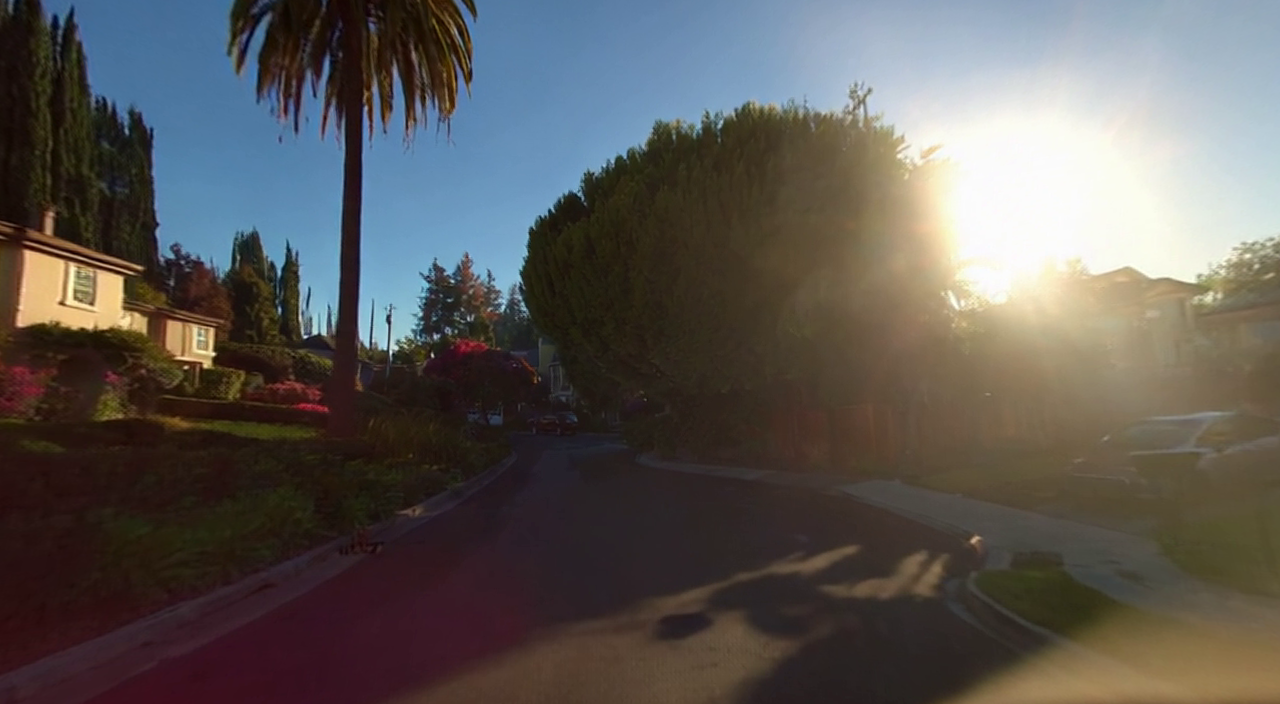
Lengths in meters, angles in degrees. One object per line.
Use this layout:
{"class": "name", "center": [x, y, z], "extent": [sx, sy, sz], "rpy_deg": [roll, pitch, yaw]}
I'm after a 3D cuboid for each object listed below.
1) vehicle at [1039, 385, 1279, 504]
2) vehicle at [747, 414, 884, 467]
{"class": "vehicle", "center": [10.522, 1.835, 12.089], "extent": [4.443, 1.948, 2.230], "rpy_deg": [3, -12, -16]}
{"class": "vehicle", "center": [7.630, 3.893, 27.314], "extent": [5.663, 1.913, 2.170], "rpy_deg": [7, -10, -25]}
